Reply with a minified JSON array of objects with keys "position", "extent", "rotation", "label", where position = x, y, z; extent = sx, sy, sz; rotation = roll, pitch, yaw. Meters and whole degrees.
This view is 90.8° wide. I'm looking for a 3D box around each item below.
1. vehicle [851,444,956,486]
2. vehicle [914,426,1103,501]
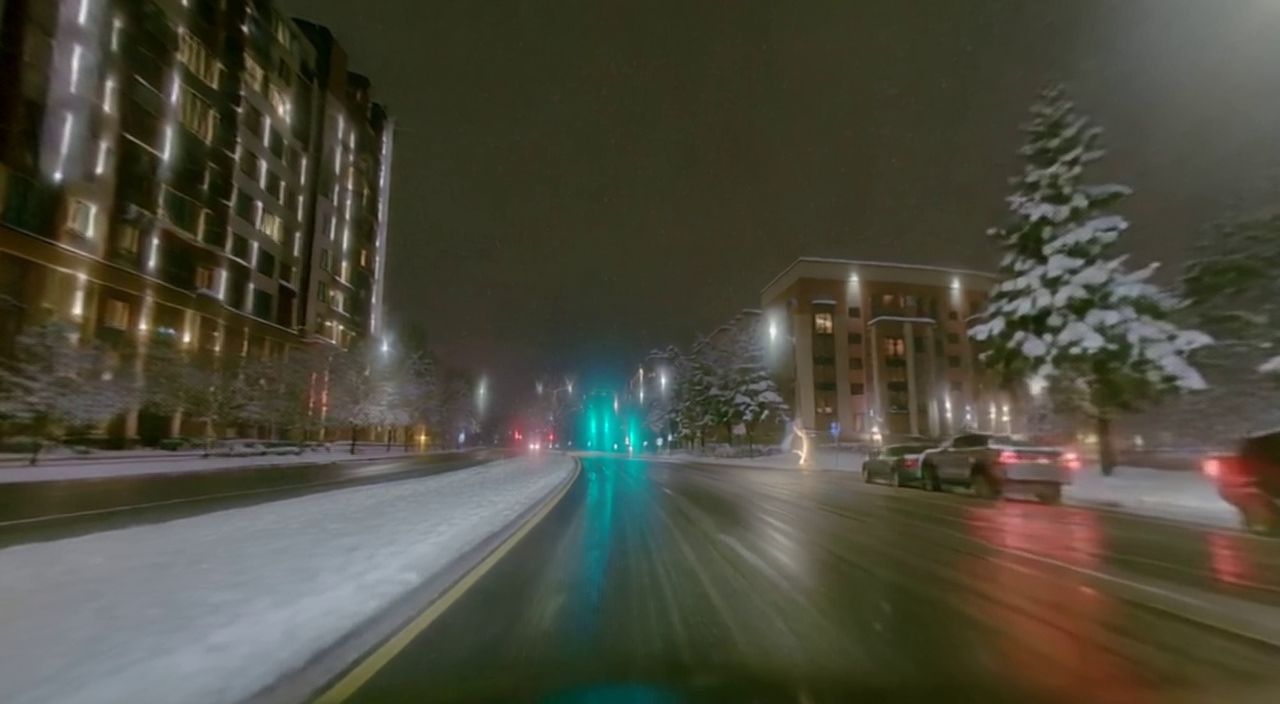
[{"position":[10.099,4.332,24.641],"extent":[1.891,1.460,4.514],"rotation":[0,-9,-4],"label":"vehicle"},{"position":[10.322,3.167,18.392],"extent":[2.211,1.831,5.275],"rotation":[0,-9,-1],"label":"vehicle"}]
